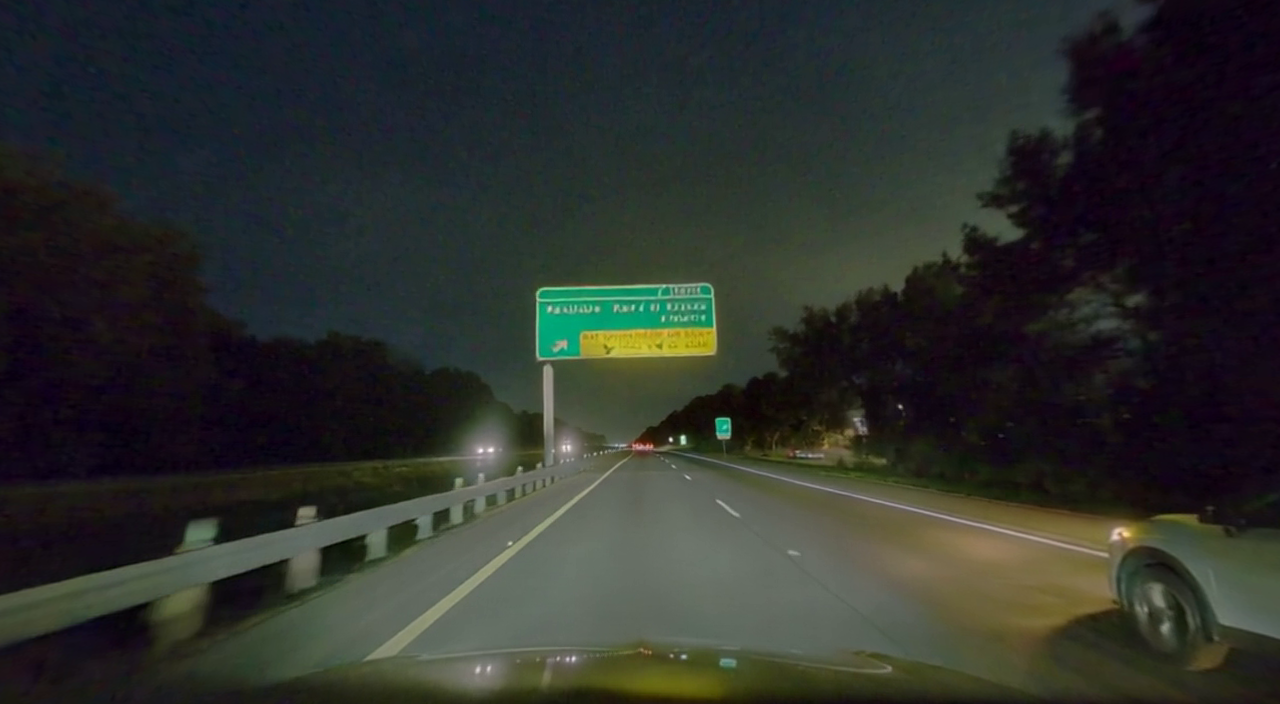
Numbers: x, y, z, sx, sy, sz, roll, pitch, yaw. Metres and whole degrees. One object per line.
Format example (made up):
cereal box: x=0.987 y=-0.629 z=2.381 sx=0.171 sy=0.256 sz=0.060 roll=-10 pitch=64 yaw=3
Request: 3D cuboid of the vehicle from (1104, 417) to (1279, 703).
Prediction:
vehicle: x=3.580 y=0.762 z=1.080 sx=1.959 sy=1.428 sz=4.828 roll=0 pitch=-9 yaw=1
